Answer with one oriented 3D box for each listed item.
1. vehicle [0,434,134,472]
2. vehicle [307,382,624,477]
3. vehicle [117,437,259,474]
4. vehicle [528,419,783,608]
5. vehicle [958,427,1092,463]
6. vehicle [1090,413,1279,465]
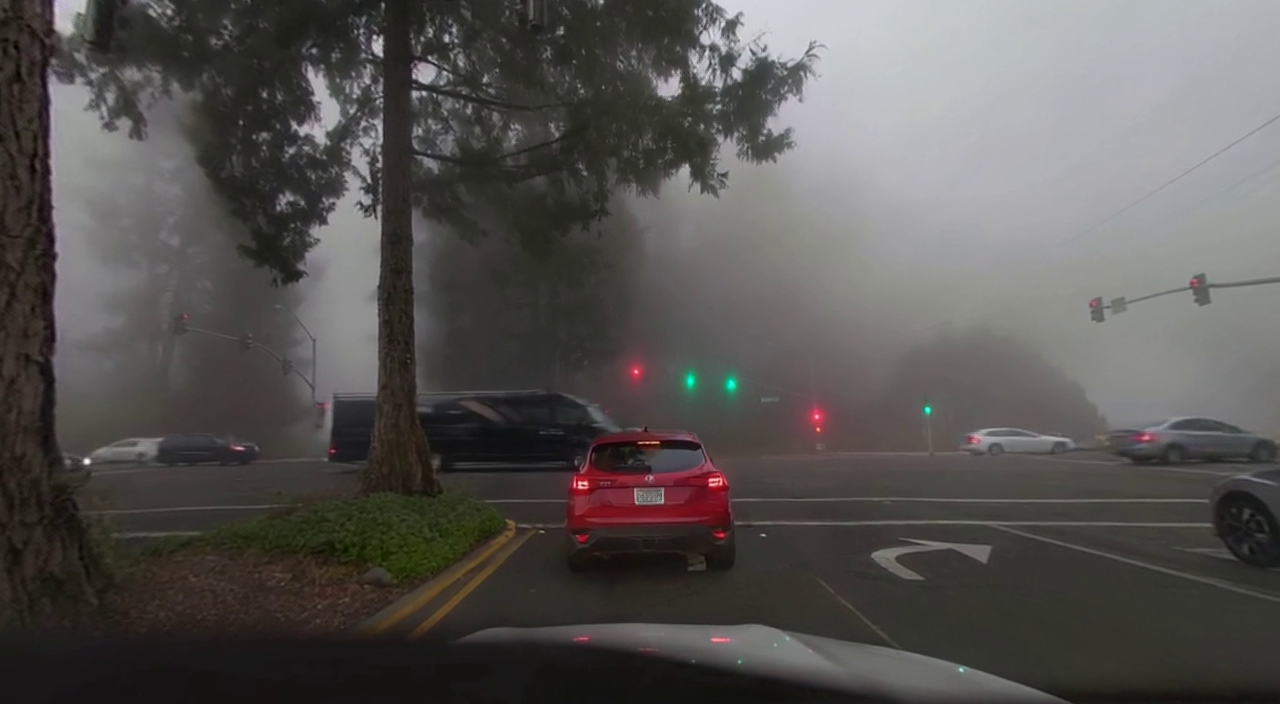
[{"bbox_3d":[-27.268,4.811,30.111,4.450,1.684,1.894,0,-8,-1],"label":"vehicle"},{"bbox_3d":[-5.930,2.832,22.812,10.544,3.126,2.909,0,-8,1],"label":"vehicle"},{"bbox_3d":[-18.978,4.347,26.620,4.517,1.471,1.854,0,-8,0],"label":"vehicle"},{"bbox_3d":[0.081,1.576,7.033,2.041,1.485,3.813,0,-8,-1],"label":"vehicle"},{"bbox_3d":[16.036,3.904,26.437,4.399,1.445,1.769,0,-9,0],"label":"vehicle"},{"bbox_3d":[19.484,3.142,22.713,4.921,1.757,2.036,0,-8,1],"label":"vehicle"}]
